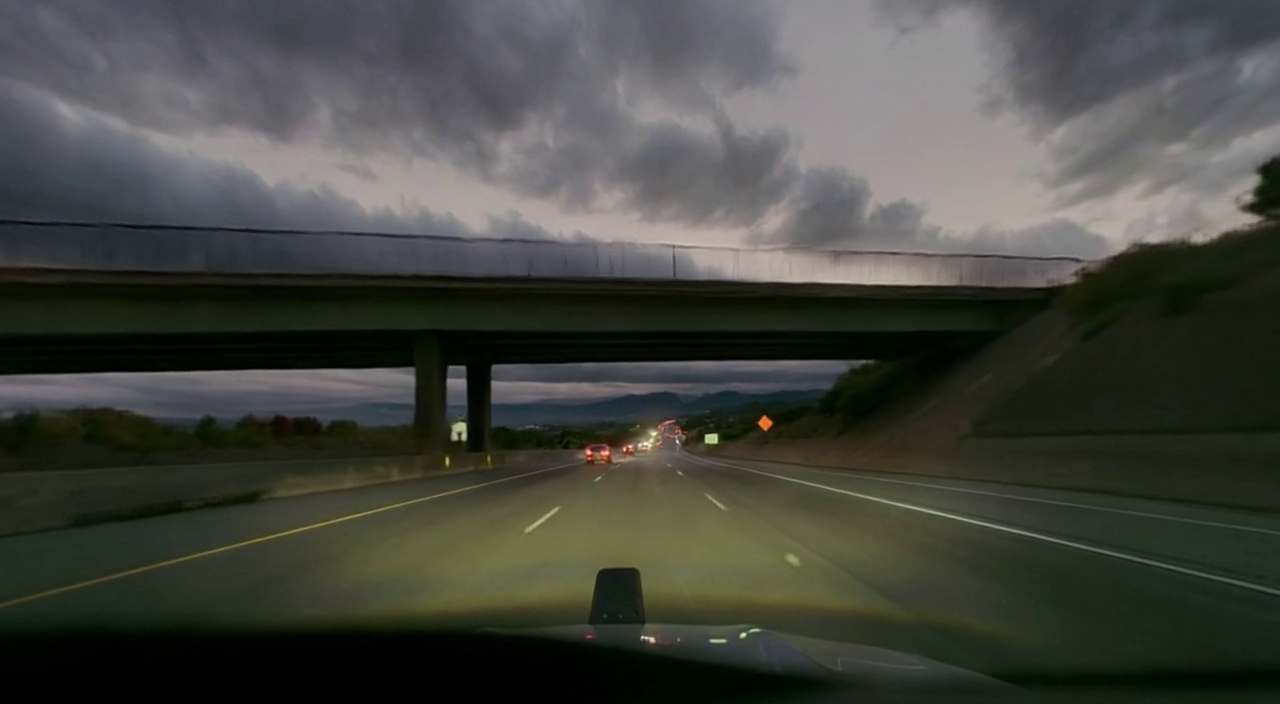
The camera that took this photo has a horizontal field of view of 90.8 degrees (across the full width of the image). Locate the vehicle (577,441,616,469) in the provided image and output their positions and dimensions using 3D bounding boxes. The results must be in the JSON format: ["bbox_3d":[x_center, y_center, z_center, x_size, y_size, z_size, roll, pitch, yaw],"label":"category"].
[{"bbox_3d":[-2.912,7.004,42.988,2.181,1.730,4.517,-1,-9,2],"label":"vehicle"}]
